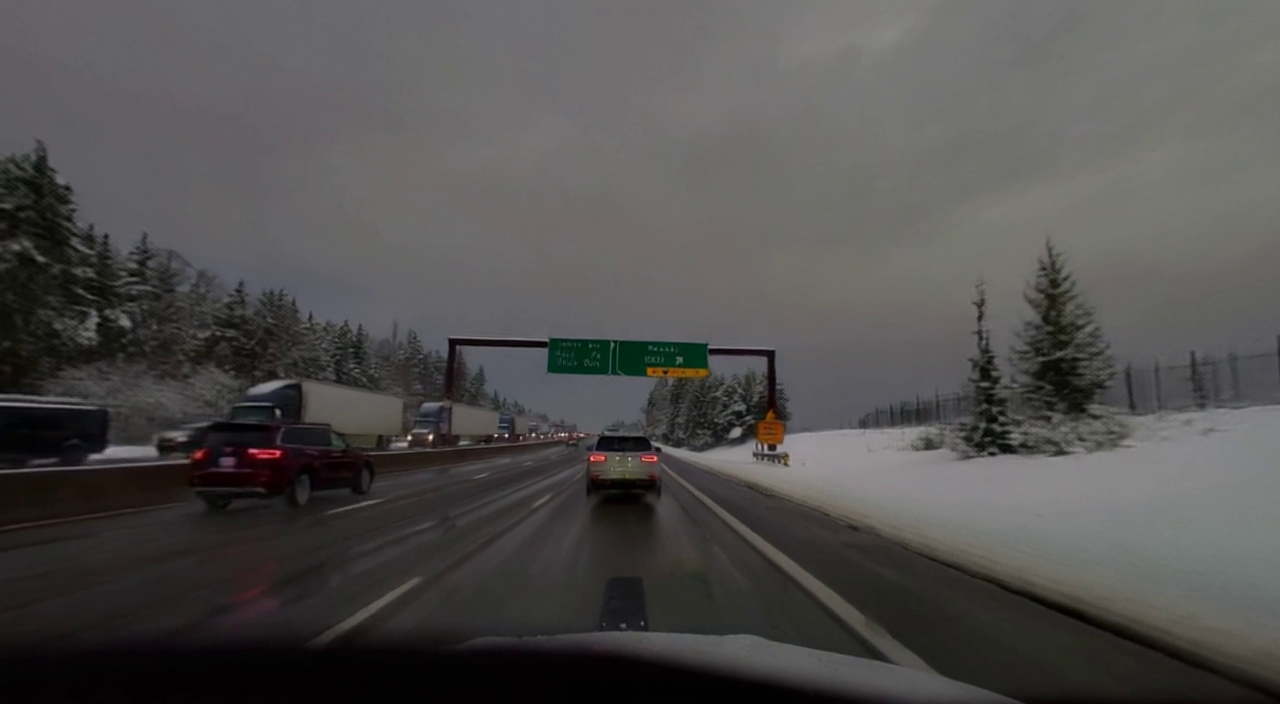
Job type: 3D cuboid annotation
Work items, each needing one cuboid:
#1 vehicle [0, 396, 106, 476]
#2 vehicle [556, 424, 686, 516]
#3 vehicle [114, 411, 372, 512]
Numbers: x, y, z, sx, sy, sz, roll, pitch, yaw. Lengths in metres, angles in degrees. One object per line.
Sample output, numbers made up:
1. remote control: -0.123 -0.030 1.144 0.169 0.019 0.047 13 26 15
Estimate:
1. vehicle: -14.628 1.859 13.896 1.895 1.683 4.224 0 -8 0
2. vehicle: -0.320 2.261 12.636 2.127 1.497 4.445 0 -8 0
3. vehicle: -7.558 2.139 12.718 2.325 1.663 4.426 0 -8 0
